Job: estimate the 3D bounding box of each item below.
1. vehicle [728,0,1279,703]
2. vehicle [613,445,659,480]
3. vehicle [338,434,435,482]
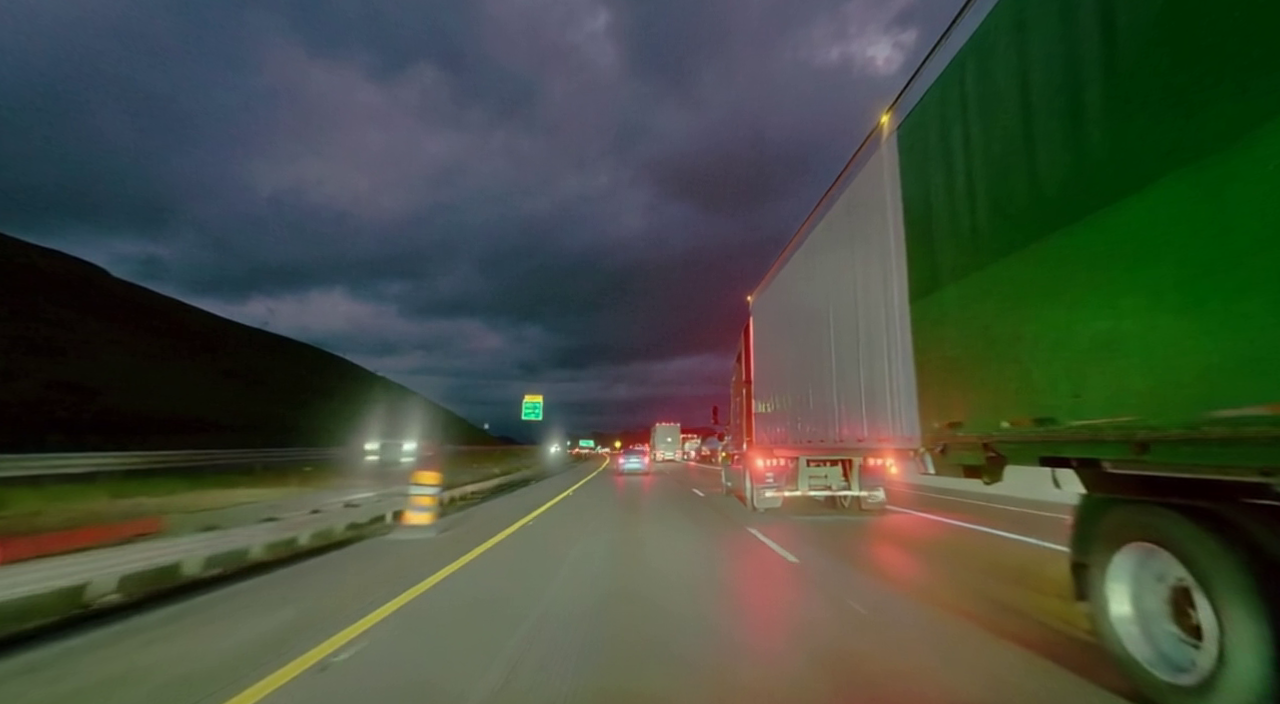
[{"bbox_3d":[3.584,0.574,8.188,2.874,4.065,14.243,0,-9,0],"label":"vehicle"},{"bbox_3d":[-0.170,4.901,28.155,1.927,1.437,3.794,0,-9,0],"label":"vehicle"},{"bbox_3d":[-8.970,3.784,22.724,1.806,1.550,4.127,0,-9,-1],"label":"vehicle"}]
